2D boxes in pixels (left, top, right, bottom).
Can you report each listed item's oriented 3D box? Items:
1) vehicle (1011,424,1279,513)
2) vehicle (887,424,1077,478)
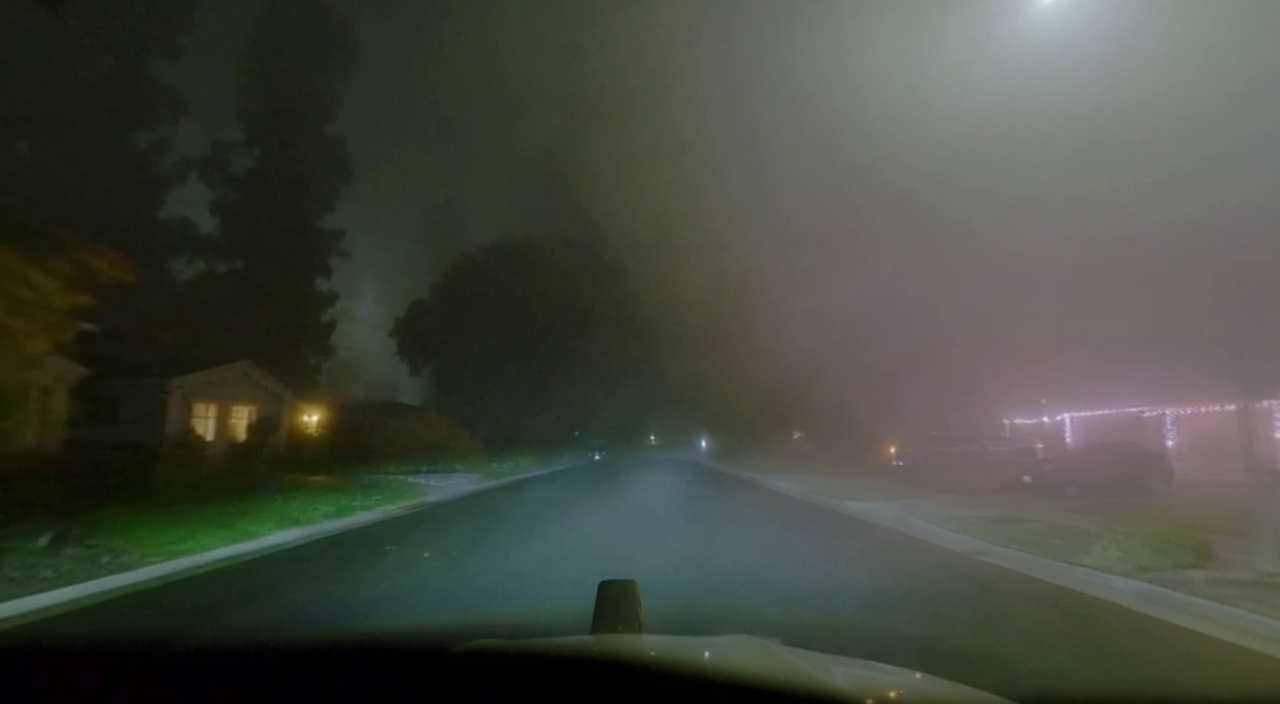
[{"bbox_3d":[10.954,2.449,13.483,4.710,1.512,1.894,-3,-9,1],"label":"vehicle"},{"bbox_3d":[12.429,3.646,23.217,5.637,1.890,2.171,0,-9,2],"label":"vehicle"}]
